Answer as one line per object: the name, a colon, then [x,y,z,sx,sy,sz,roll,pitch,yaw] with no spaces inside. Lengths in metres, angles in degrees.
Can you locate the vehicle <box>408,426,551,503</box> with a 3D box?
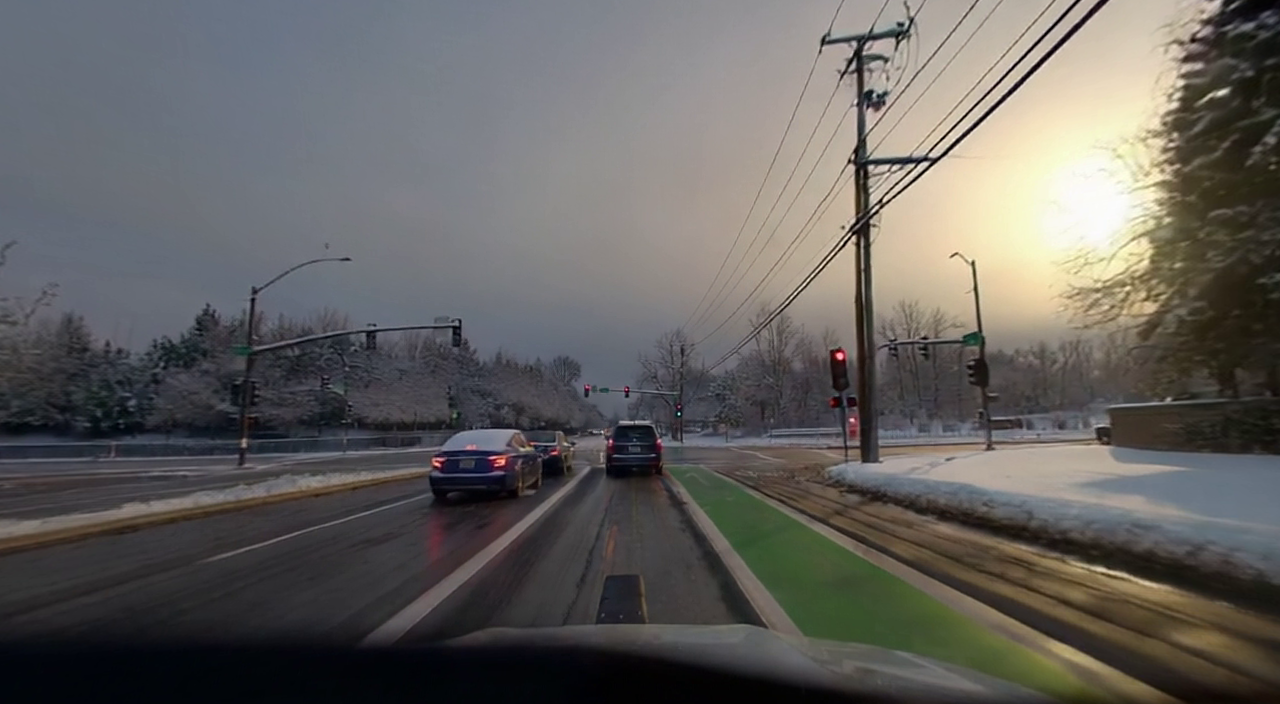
vehicle: [-3.591,2.580,15.351,2.138,1.488,5.327,1,-7,-1]

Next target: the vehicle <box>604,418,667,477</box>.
vehicle: [-0.202,3.556,23.483,2.036,1.885,5.196,1,-9,-1]
